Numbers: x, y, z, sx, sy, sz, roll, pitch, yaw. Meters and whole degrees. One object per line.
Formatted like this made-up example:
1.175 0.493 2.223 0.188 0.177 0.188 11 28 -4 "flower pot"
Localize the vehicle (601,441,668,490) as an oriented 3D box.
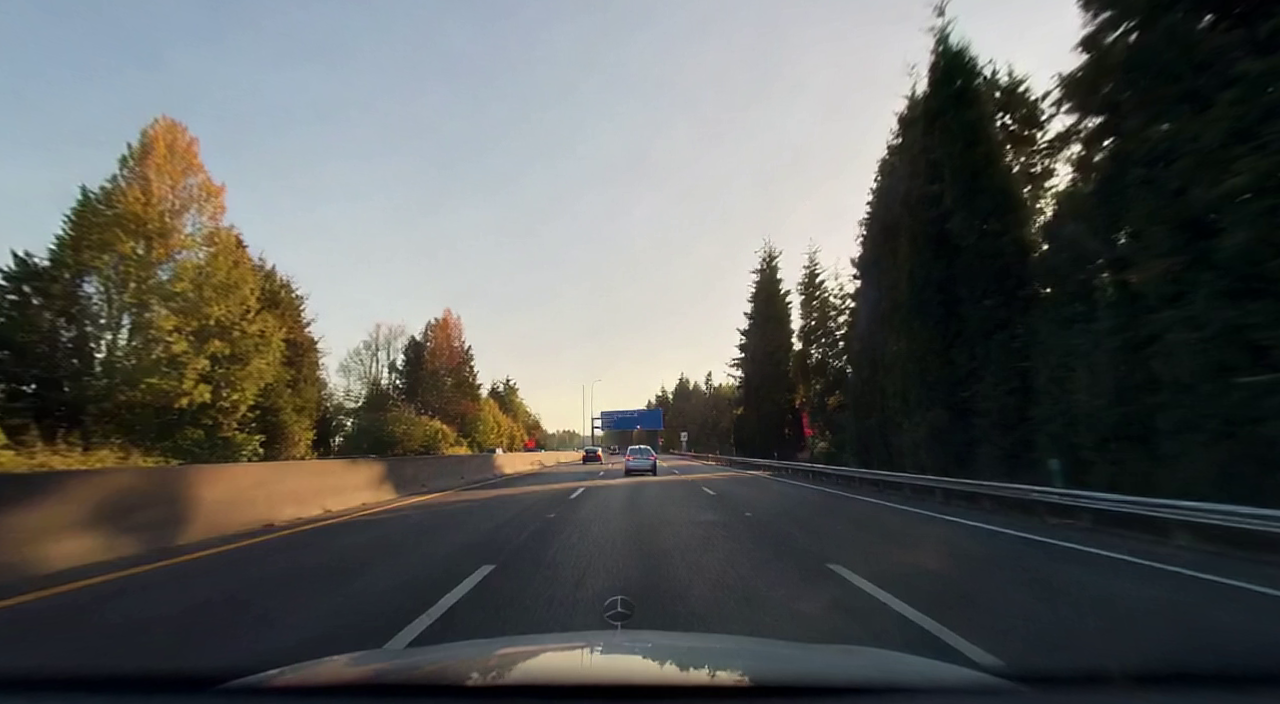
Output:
-0.207 3.850 21.466 2.066 1.490 3.759 0 -9 -1 "vehicle"
